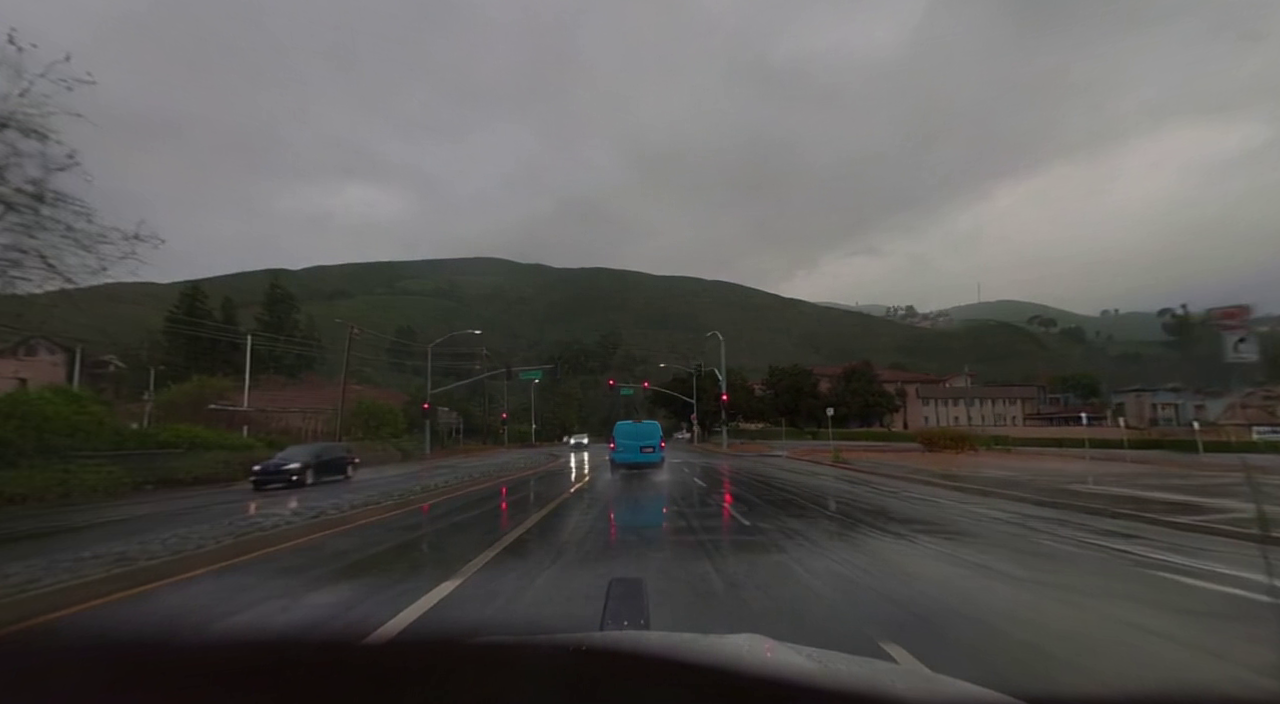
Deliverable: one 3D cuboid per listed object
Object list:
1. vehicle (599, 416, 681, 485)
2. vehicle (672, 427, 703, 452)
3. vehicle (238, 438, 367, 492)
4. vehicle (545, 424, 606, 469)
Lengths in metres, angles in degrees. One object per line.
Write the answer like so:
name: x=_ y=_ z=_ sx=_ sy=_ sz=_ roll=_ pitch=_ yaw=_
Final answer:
vehicle: x=0.047 y=2.950 z=19.036 sx=2.185 sy=1.822 sz=4.391 roll=0 pitch=-8 yaw=1
vehicle: x=3.313 y=6.215 z=44.565 sx=1.817 sy=1.662 sz=3.843 roll=0 pitch=-8 yaw=-1
vehicle: x=-10.380 y=3.484 z=19.841 sx=1.991 sy=1.469 sz=4.596 roll=1 pitch=-8 yaw=-7
vehicle: x=-2.747 y=4.168 z=27.811 sx=2.131 sy=1.783 sz=4.540 roll=0 pitch=-8 yaw=1
